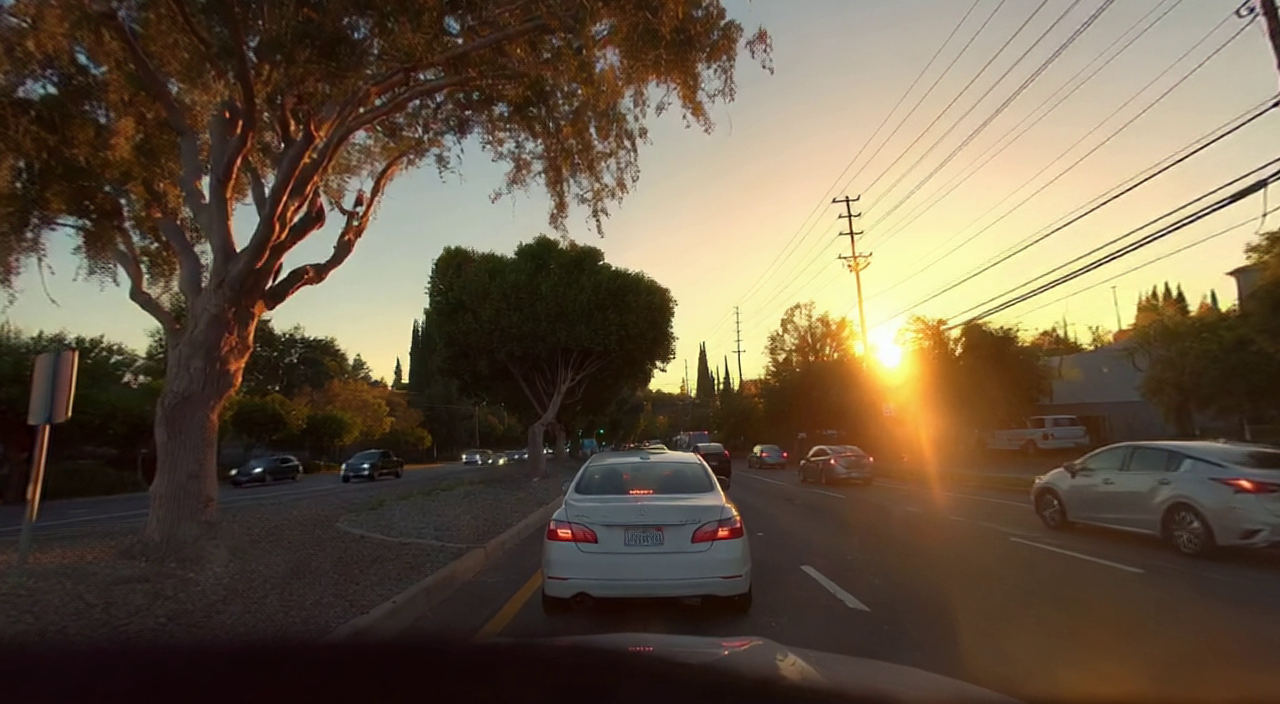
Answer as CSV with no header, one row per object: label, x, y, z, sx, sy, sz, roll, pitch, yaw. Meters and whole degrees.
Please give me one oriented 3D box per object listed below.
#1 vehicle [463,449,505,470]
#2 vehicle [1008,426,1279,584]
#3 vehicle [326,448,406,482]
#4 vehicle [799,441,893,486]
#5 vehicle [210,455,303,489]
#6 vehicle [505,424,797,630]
vehicle,-11.843,8.141,48.111,1.988,1.486,4.586,0,-8,1
vehicle,7.009,1.757,8.122,1.850,1.480,4.474,0,-8,1
vehicle,-14.992,6.176,34.863,2.291,1.682,4.835,0,-8,0
vehicle,7.416,4.031,23.189,1.899,1.458,4.499,0,-8,0
vehicle,-19.204,6.013,31.848,1.853,1.489,4.449,0,-8,0
vehicle,0.071,1.563,6.613,2.108,1.479,3.935,0,-8,0
